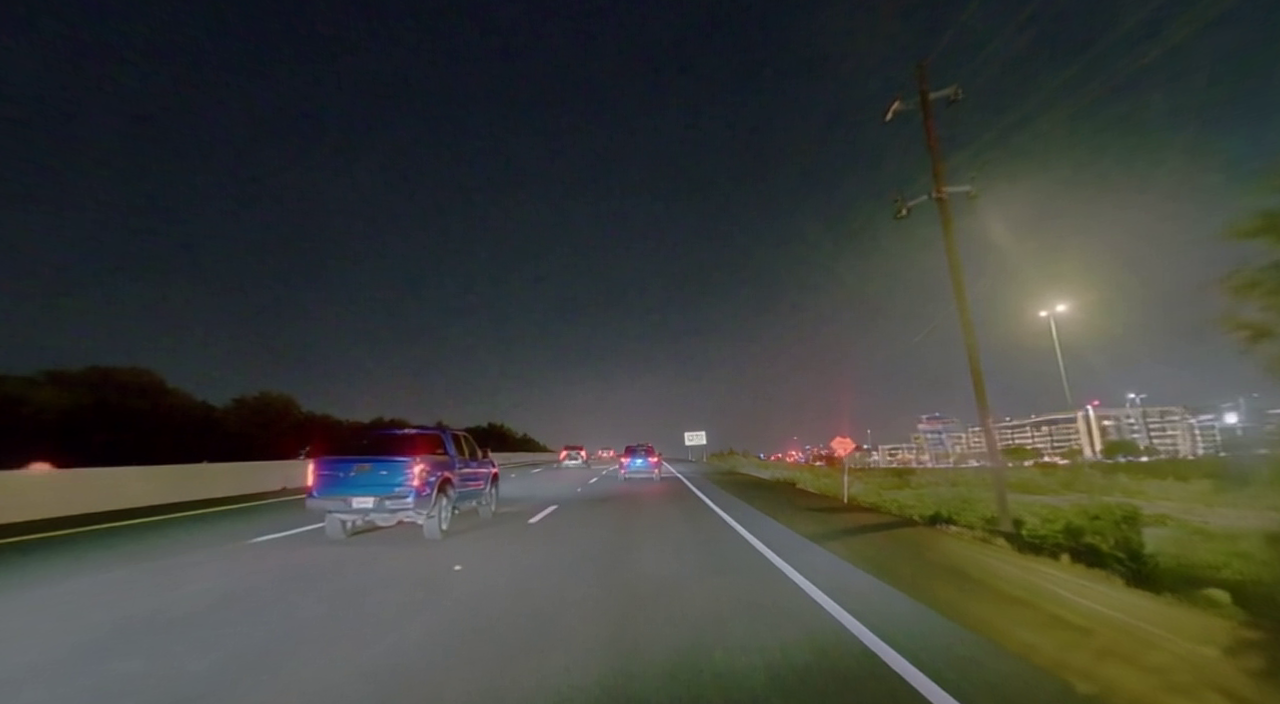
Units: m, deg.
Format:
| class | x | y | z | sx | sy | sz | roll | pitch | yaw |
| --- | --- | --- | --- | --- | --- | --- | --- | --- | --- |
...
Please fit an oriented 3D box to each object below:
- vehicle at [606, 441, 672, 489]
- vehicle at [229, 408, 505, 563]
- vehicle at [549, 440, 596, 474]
| class | x | y | z | sx | sy | sz | roll | pitch | yaw |
| --- | --- | --- | --- | --- | --- | --- | --- | --- | --- |
| vehicle | -0.031 | 3.840 | 21.711 | 2.047 | 1.473 | 3.978 | 0 | -8 | 0 |
| vehicle | -3.693 | 1.899 | 9.705 | 2.133 | 1.789 | 4.518 | -1 | -8 | 1 |
| vehicle | -3.614 | 5.721 | 34.622 | 1.993 | 1.717 | 4.321 | -1 | -8 | 2 |
